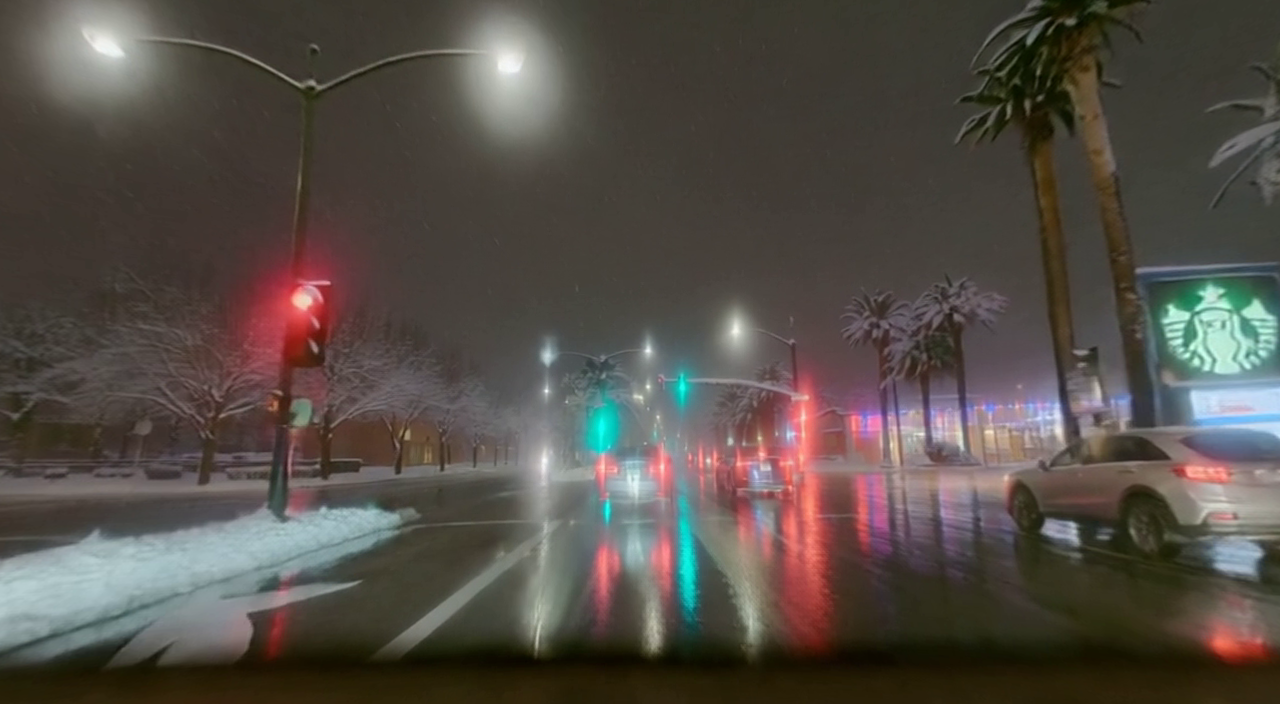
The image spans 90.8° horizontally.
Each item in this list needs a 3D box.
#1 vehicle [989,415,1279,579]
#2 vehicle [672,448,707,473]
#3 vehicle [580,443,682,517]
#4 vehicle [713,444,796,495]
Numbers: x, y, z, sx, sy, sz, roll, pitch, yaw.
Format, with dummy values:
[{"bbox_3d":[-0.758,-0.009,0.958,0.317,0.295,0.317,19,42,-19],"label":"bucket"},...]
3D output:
[{"bbox_3d":[6.961,1.802,8.645,1.940,1.674,4.085,0,-8,-1],"label":"vehicle"},{"bbox_3d":[3.336,7.385,43.201,2.012,1.570,4.600,0,-8,0],"label":"vehicle"},{"bbox_3d":[-0.235,2.922,14.992,2.110,1.487,3.873,0,-8,-1],"label":"vehicle"},{"bbox_3d":[3.734,3.900,21.369,1.892,1.532,4.177,0,-8,-2],"label":"vehicle"}]
